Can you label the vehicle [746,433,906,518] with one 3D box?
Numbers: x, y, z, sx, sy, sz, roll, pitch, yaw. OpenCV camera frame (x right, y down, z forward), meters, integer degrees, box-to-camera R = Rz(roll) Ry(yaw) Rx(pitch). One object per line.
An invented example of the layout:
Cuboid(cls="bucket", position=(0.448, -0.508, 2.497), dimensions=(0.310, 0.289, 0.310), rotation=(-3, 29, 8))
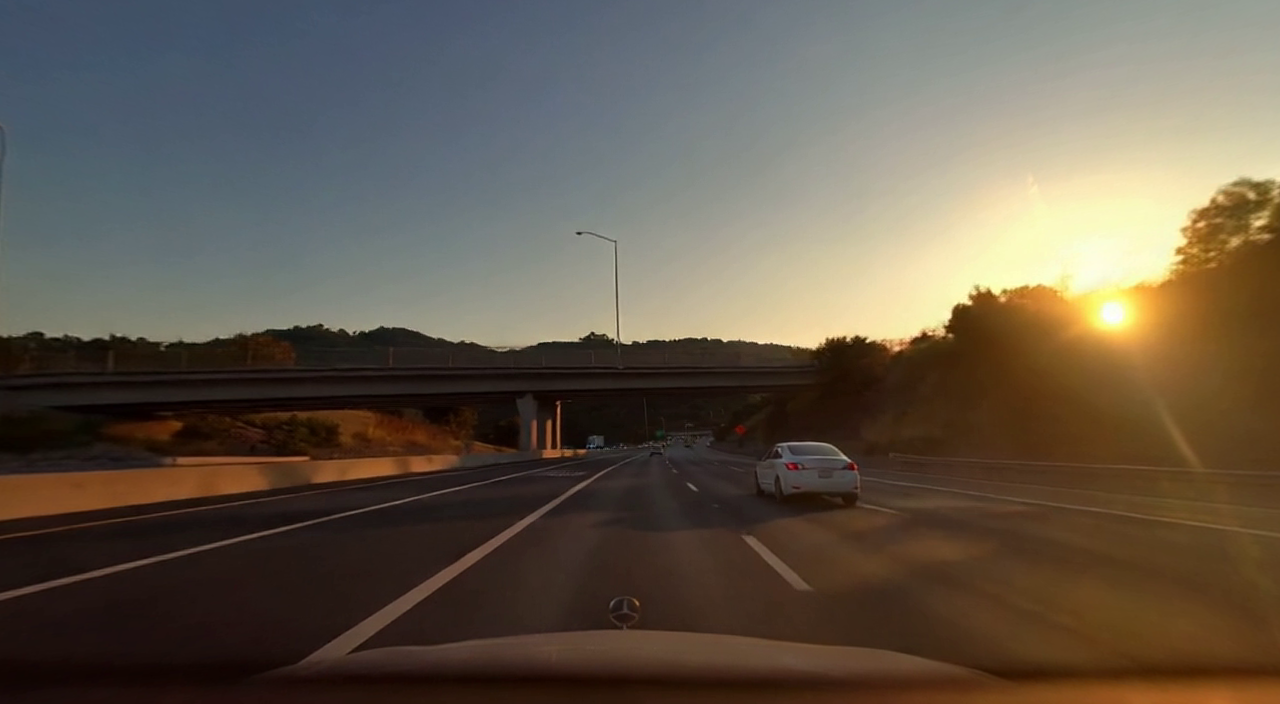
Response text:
Cuboid(cls="vehicle", position=(3.693, 2.551, 13.565), dimensions=(1.999, 1.492, 4.673), rotation=(0, -9, 0))
